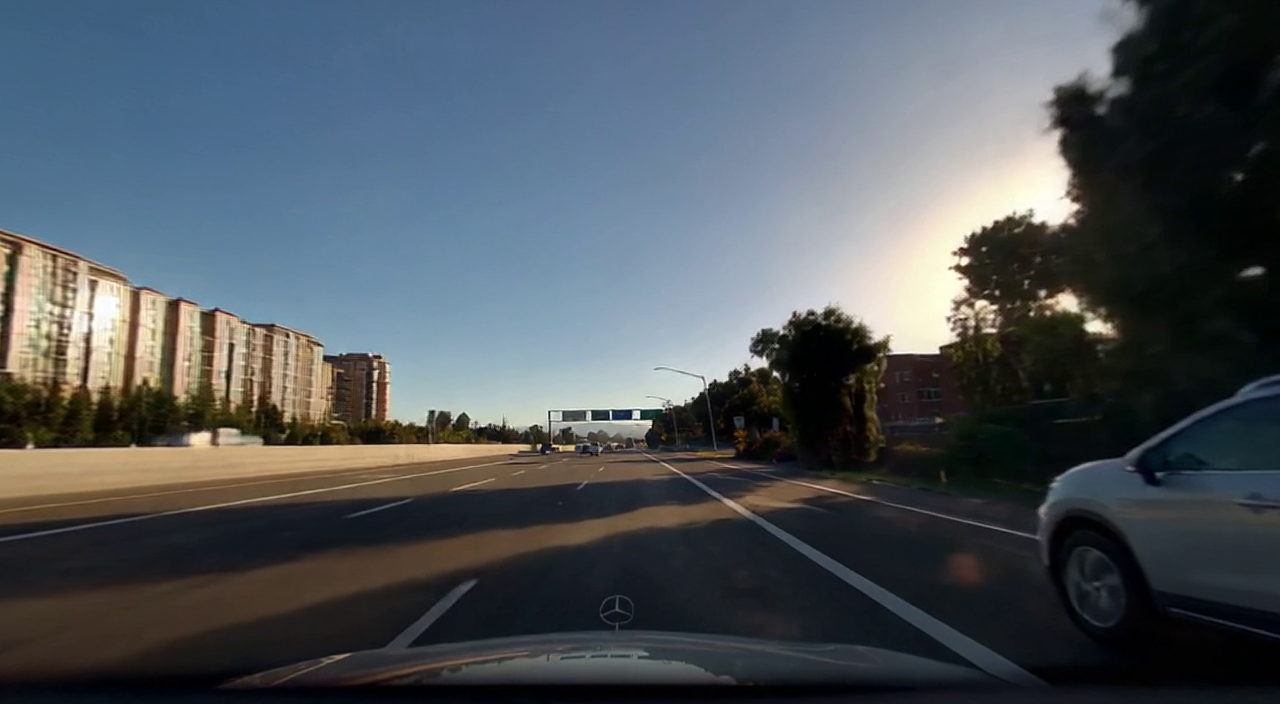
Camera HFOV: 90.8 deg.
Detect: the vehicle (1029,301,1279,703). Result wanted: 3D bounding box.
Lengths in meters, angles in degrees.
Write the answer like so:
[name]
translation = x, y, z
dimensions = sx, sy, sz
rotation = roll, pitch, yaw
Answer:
[vehicle]
translation = 3.688, 0.527, 1.531
dimensions = 2.212, 1.753, 5.064
rotation = 0, -9, -1
